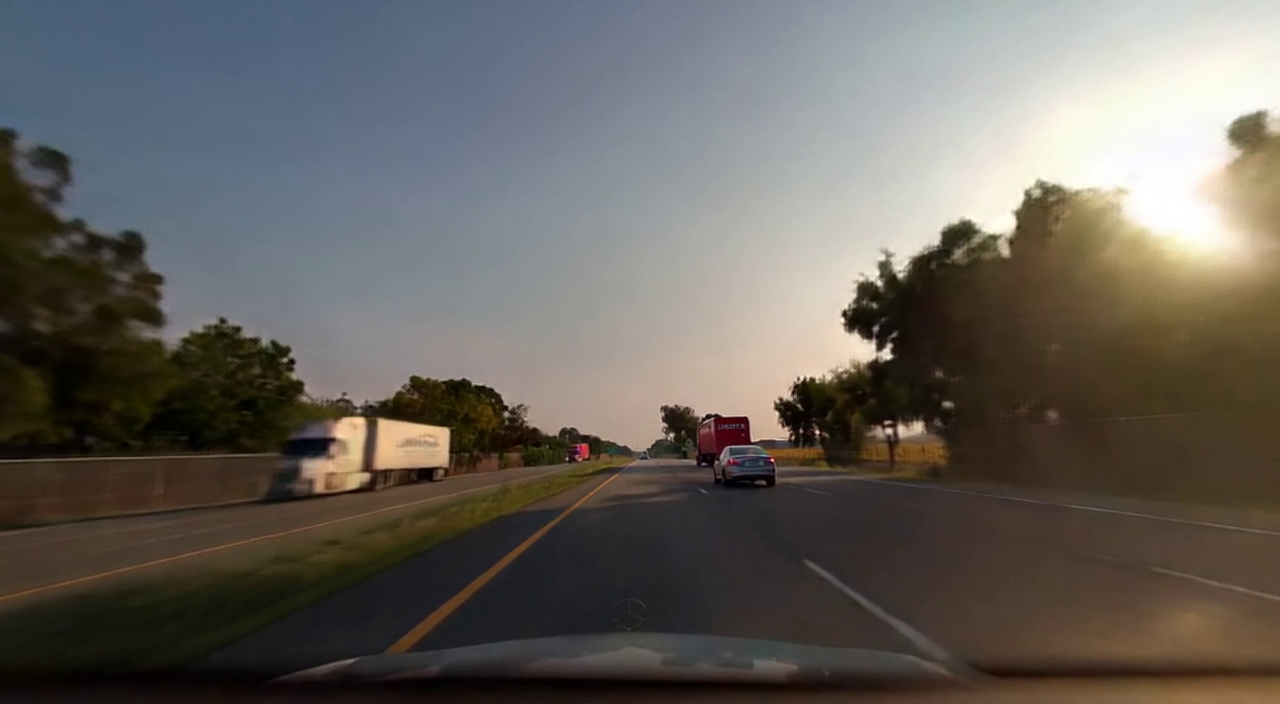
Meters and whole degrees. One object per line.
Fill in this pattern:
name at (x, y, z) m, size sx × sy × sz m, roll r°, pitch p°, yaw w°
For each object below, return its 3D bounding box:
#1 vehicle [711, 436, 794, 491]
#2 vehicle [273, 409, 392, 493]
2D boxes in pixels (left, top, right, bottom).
vehicle at (3.886, 3.939, 22.537) m, size 2.093 × 1.742 × 4.167 m, roll 0°, pitch -9°, yaw -1°
vehicle at (-15.400, 5.039, 32.193) m, size 2.984 × 3.868 × 5.911 m, roll 0°, pitch -9°, yaw 0°
